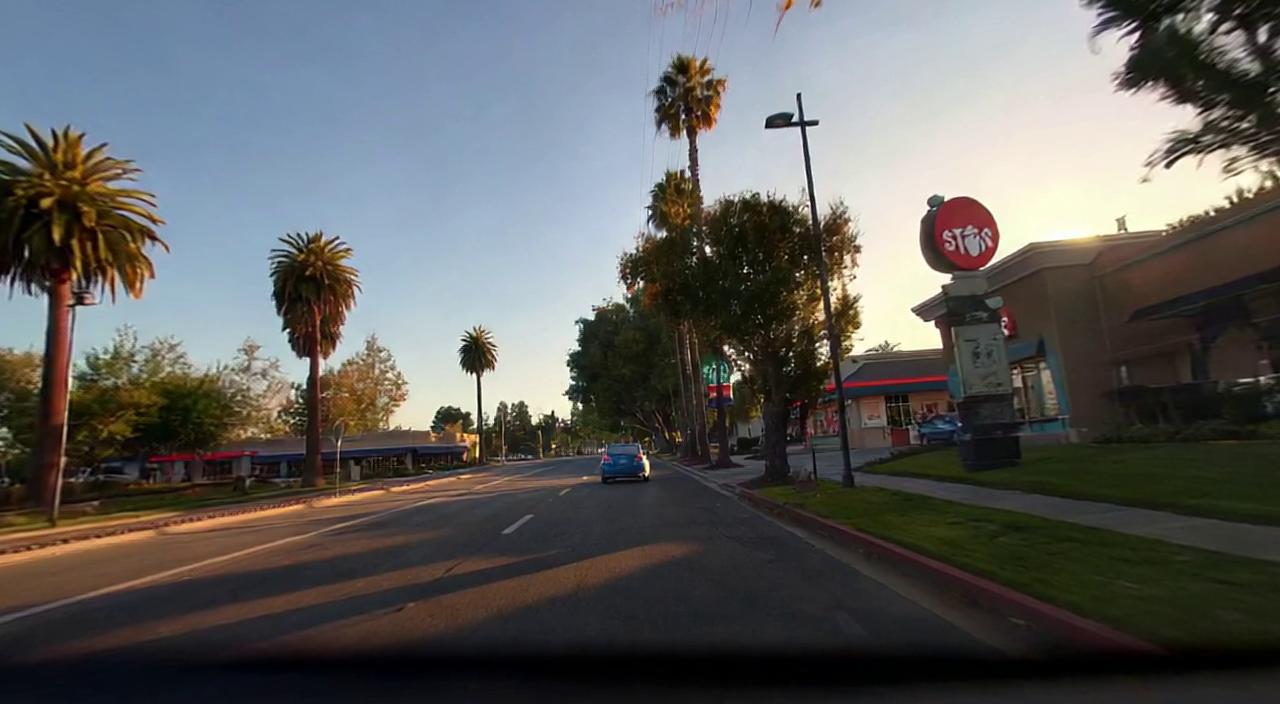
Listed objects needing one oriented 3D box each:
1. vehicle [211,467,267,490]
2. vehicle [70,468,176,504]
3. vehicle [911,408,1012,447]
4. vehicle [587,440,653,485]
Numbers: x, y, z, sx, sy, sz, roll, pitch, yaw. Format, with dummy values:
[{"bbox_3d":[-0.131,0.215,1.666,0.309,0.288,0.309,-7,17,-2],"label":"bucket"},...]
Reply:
[{"bbox_3d":[-30.632,9.620,48.380,1.791,1.511,4.030,0,-8,-4],"label":"vehicle"},{"bbox_3d":[-30.247,7.822,37.206,2.092,1.719,4.868,0,-8,0],"label":"vehicle"},{"bbox_3d":[13.346,3.233,26.542,1.827,1.497,4.468,0,-8,-1],"label":"vehicle"},{"bbox_3d":[-0.688,3.959,23.009,2.156,1.462,4.495,0,-8,-1],"label":"vehicle"}]
